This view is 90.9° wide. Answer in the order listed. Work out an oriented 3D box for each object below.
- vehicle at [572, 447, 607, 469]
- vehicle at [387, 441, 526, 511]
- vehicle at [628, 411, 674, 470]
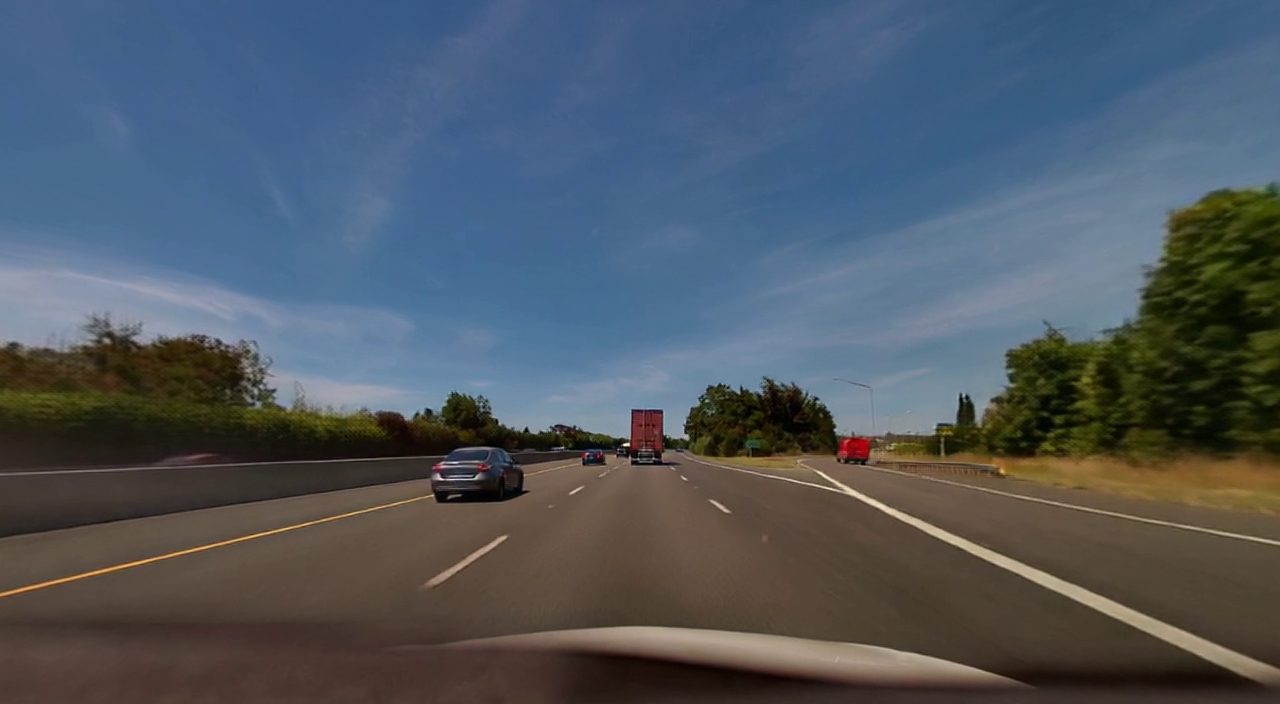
[{"bbox_3d":[-3.471,7.383,44.070,1.981,1.435,4.199,0,-9,2],"label":"vehicle"},{"bbox_3d":[-4.245,2.933,15.408,2.010,1.461,4.391,0,-9,1],"label":"vehicle"},{"bbox_3d":[0.724,6.262,44.189,2.893,3.628,9.081,0,-9,1],"label":"vehicle"}]
